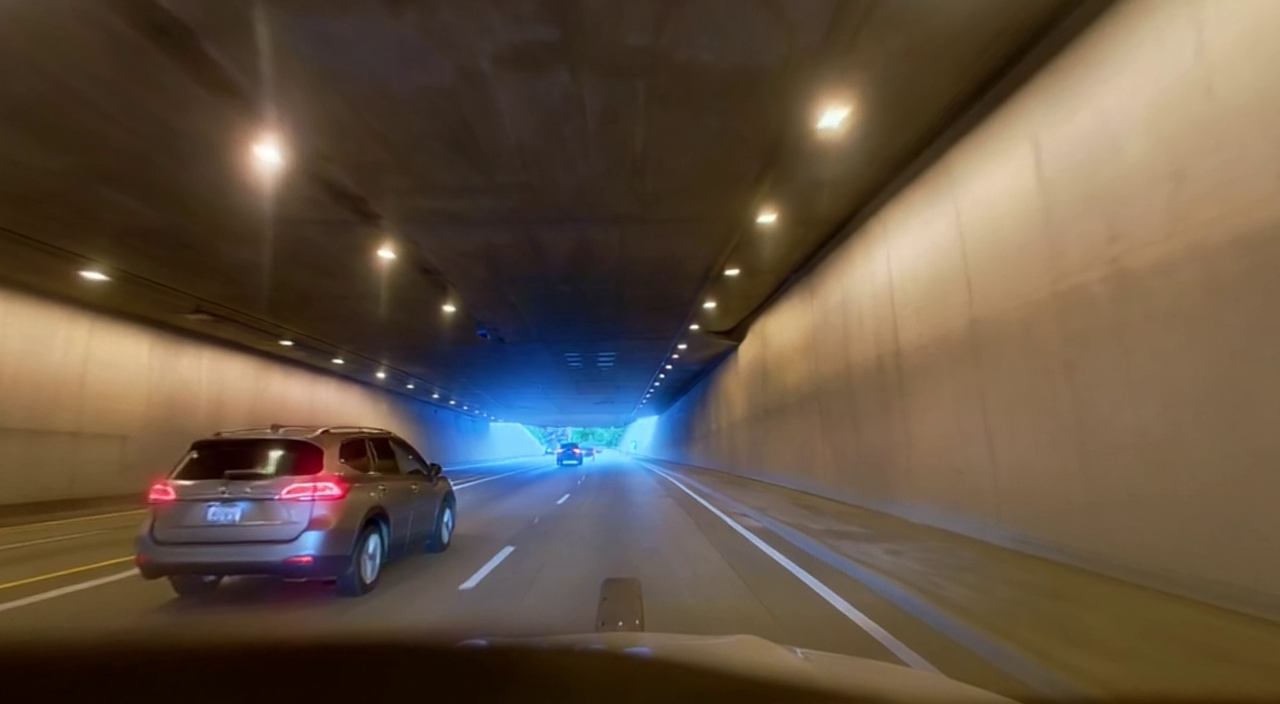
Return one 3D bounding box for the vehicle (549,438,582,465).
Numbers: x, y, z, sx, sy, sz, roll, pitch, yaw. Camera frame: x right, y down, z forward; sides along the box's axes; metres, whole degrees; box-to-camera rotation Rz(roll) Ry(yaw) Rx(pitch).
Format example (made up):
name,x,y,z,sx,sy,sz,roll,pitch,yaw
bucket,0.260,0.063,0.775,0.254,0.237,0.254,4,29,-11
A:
name,x,y,z,sx,sy,sz,roll,pitch,yaw
vehicle,-5.213,6.988,44.517,1.961,1.725,4.315,0,-8,-2
